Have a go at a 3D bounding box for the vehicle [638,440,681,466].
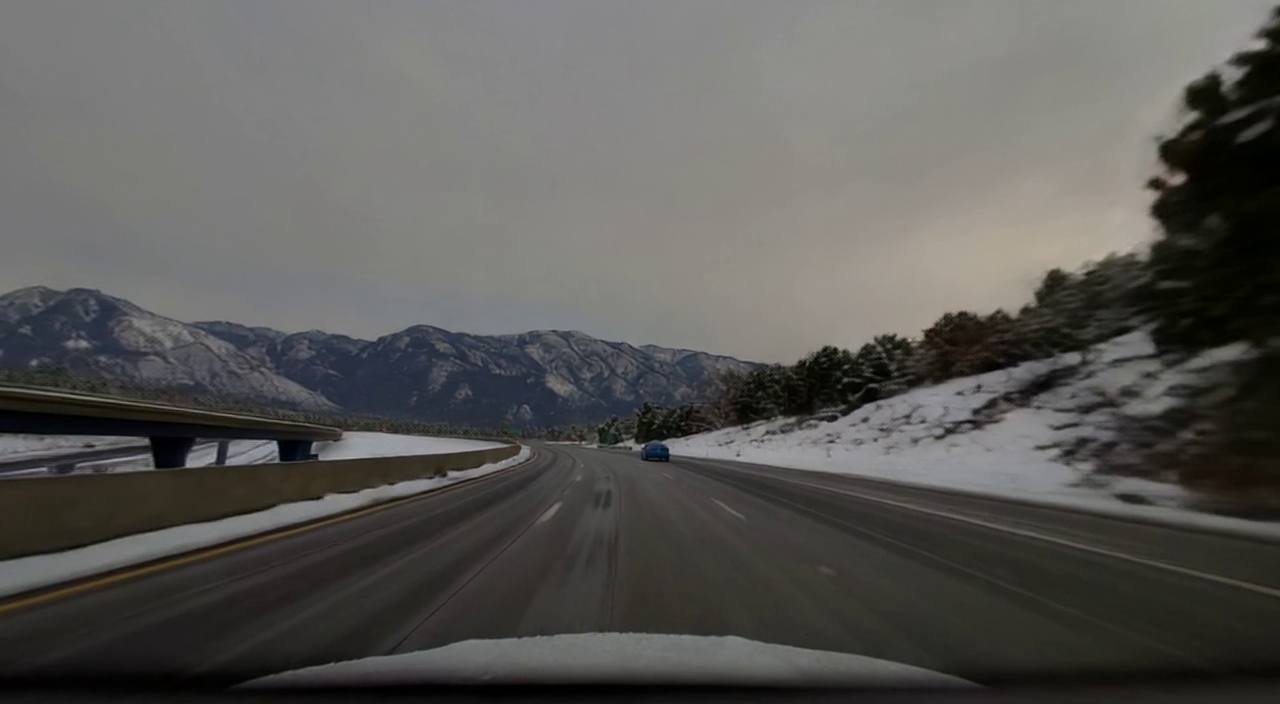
[{"bbox_3d":[1.136,6.182,38.741,1.985,1.440,4.466,1,-9,-7],"label":"vehicle"}]
